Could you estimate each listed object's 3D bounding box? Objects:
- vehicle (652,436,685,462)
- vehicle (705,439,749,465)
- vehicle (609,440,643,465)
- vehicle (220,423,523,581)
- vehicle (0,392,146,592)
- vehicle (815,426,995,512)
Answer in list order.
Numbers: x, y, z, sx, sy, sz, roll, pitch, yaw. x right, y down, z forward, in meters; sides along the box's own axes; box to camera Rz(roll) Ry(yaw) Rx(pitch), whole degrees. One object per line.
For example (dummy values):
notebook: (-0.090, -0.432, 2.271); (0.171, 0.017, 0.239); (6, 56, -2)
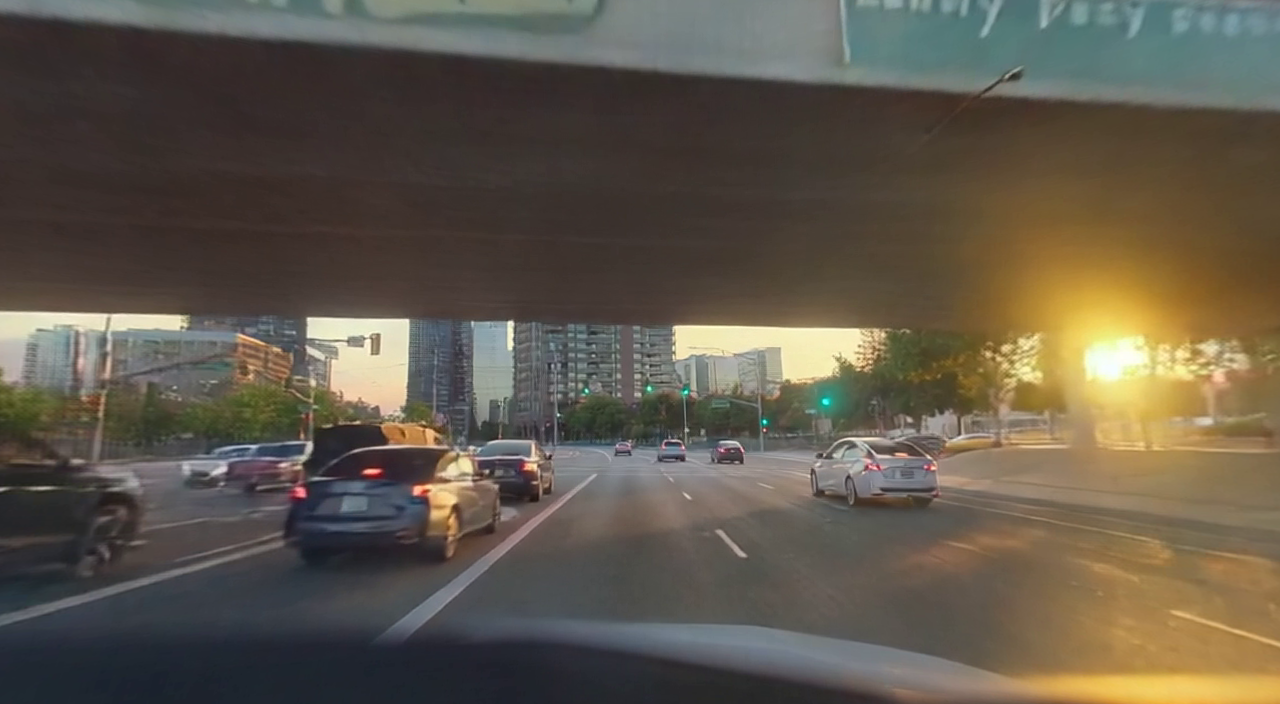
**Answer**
vehicle: (2.030, 7.054, 45.860); (2.034, 1.762, 4.420); (0, -8, -3)
vehicle: (5.321, 6.183, 38.910); (1.924, 1.527, 4.268); (0, -8, -2)
vehicle: (-0.893, 6.224, 39.024); (2.026, 1.453, 3.780); (0, -8, -2)
vehicle: (-2.975, 1.757, 8.224); (1.980, 1.491, 4.351); (0, -8, 1)
vehicle: (-6.413, 1.104, 4.742); (1.981, 1.676, 4.051); (0, -8, 1)
vehicle: (5.714, 2.580, 14.314); (2.056, 1.624, 4.498); (0, -8, -1)
